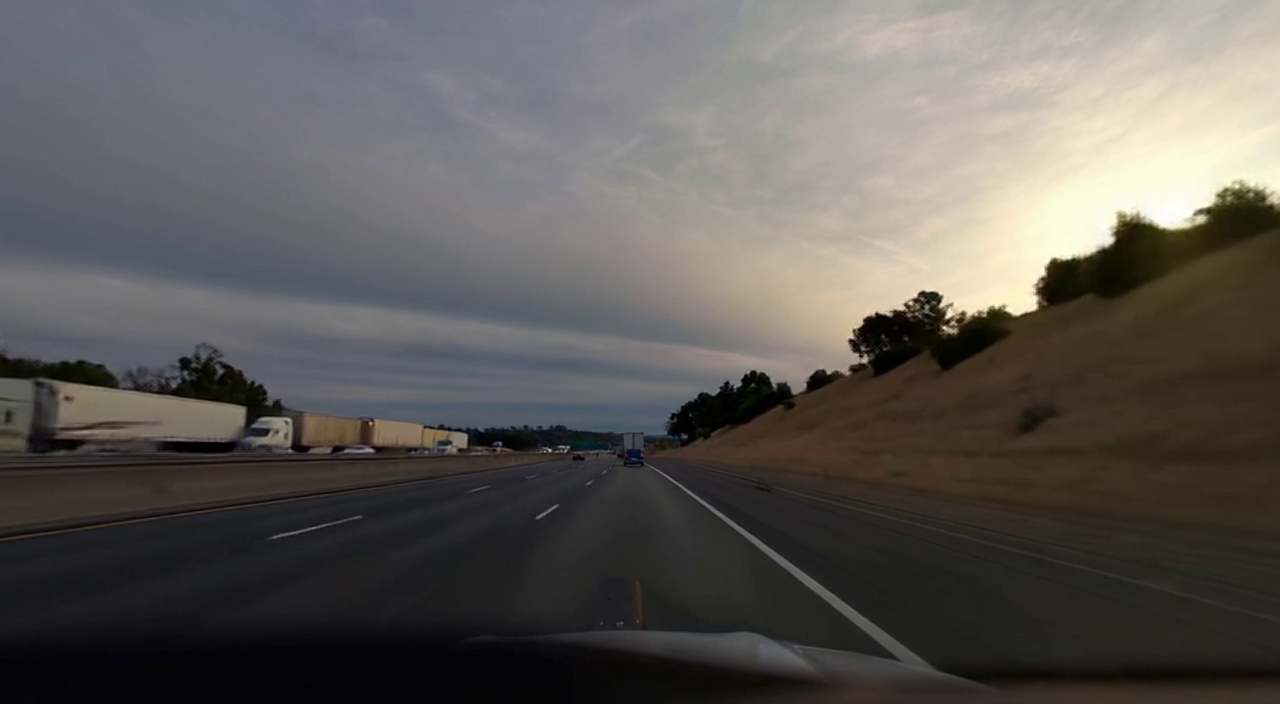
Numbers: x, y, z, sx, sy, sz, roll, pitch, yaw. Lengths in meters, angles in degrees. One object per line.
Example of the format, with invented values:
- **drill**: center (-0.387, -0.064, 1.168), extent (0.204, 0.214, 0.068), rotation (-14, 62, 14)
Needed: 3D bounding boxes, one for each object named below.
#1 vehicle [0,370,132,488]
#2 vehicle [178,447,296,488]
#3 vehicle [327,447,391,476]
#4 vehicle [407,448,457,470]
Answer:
- **vehicle**: center (-23.359, 2.891, 23.082), extent (3.012, 3.968, 7.683), rotation (0, -9, -1)
- **vehicle**: center (-15.759, 4.516, 24.947), extent (1.884, 1.436, 4.220), rotation (0, -9, -1)
- **vehicle**: center (-15.404, 6.025, 34.791), extent (1.699, 1.513, 3.748), rotation (0, -9, 1)
- **vehicle**: center (-15.563, 8.034, 47.445), extent (2.155, 1.506, 4.541), rotation (0, -9, 0)
